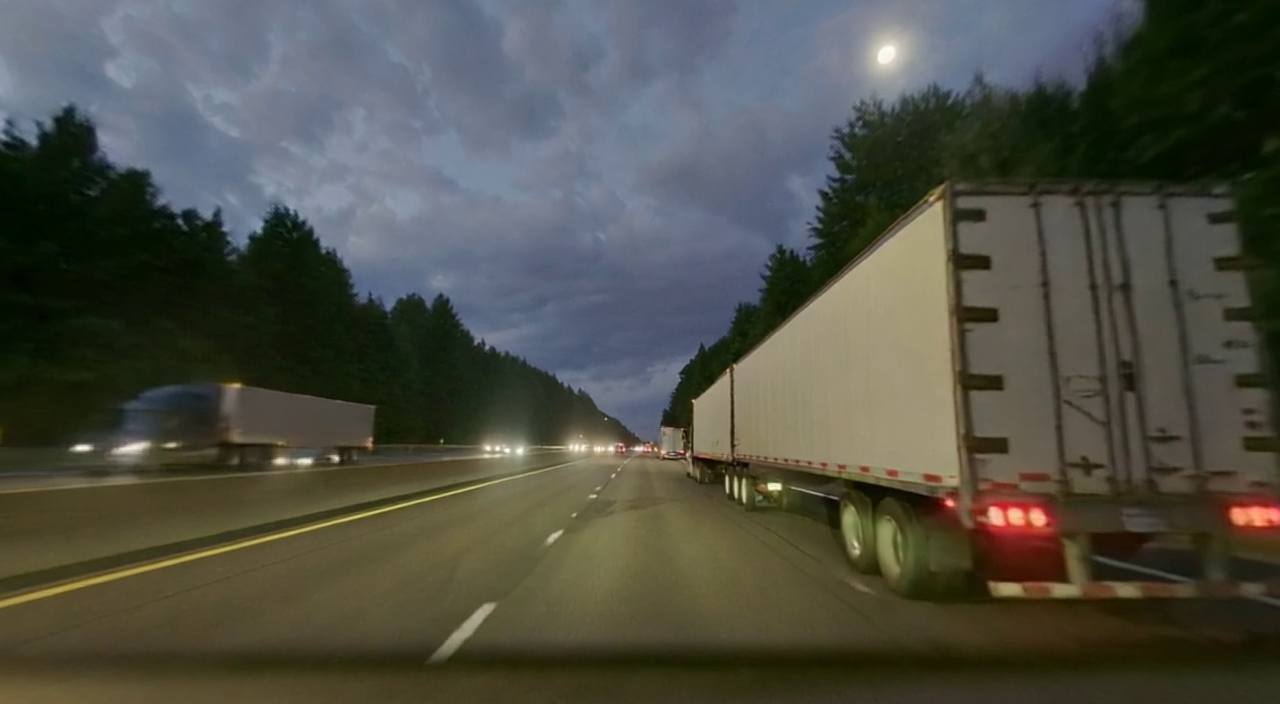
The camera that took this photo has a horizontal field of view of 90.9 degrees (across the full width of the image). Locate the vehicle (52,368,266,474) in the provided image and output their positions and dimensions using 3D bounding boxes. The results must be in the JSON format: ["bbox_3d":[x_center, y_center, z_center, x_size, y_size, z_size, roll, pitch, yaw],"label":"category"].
[{"bbox_3d":[-19.366,3.024,26.243,2.936,3.776,7.343,0,-9,0],"label":"vehicle"}]

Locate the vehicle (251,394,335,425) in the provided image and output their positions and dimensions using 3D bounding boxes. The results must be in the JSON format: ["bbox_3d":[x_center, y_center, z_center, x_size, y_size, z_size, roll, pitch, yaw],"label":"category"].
[{"bbox_3d":[-19.257,3.278,35.200,2.152,1.412,4.348,0,-9,0],"label":"vehicle"}]

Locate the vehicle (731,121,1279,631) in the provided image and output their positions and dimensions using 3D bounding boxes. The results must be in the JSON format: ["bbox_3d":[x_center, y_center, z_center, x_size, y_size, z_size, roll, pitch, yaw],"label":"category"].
[{"bbox_3d":[4.146,1.096,11.527,2.950,4.033,13.276,0,-9,0],"label":"vehicle"}]
